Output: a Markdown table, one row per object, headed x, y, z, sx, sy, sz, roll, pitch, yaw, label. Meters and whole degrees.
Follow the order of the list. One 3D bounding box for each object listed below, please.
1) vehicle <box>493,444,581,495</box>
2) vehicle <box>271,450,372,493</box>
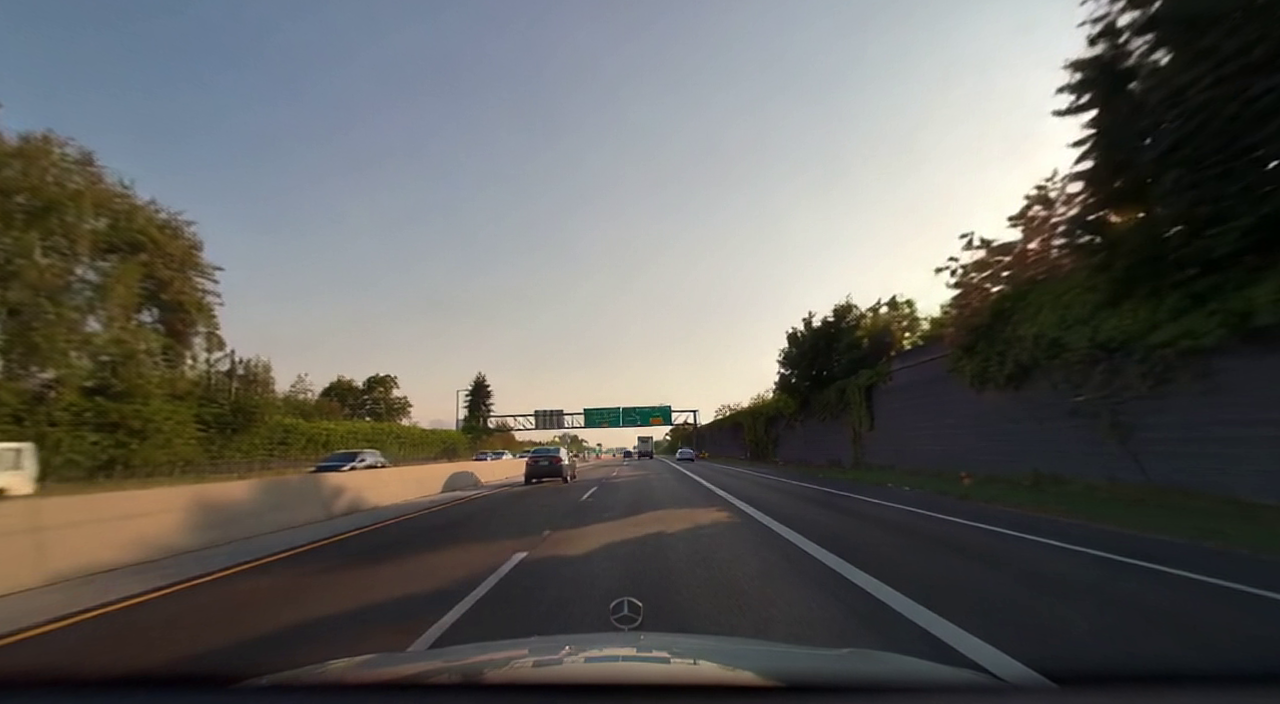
| x | y | z | sx | sy | sz | roll | pitch | yaw | label |
| --- | --- | --- | --- | --- | --- | --- | --- | --- | --- |
| -3.232 | 3.794 | 20.780 | 2.020 | 1.475 | 4.434 | 0 | -9 | 2 | vehicle |
| -11.960 | 4.473 | 23.980 | 1.752 | 1.444 | 3.929 | 0 | -9 | 1 | vehicle |
